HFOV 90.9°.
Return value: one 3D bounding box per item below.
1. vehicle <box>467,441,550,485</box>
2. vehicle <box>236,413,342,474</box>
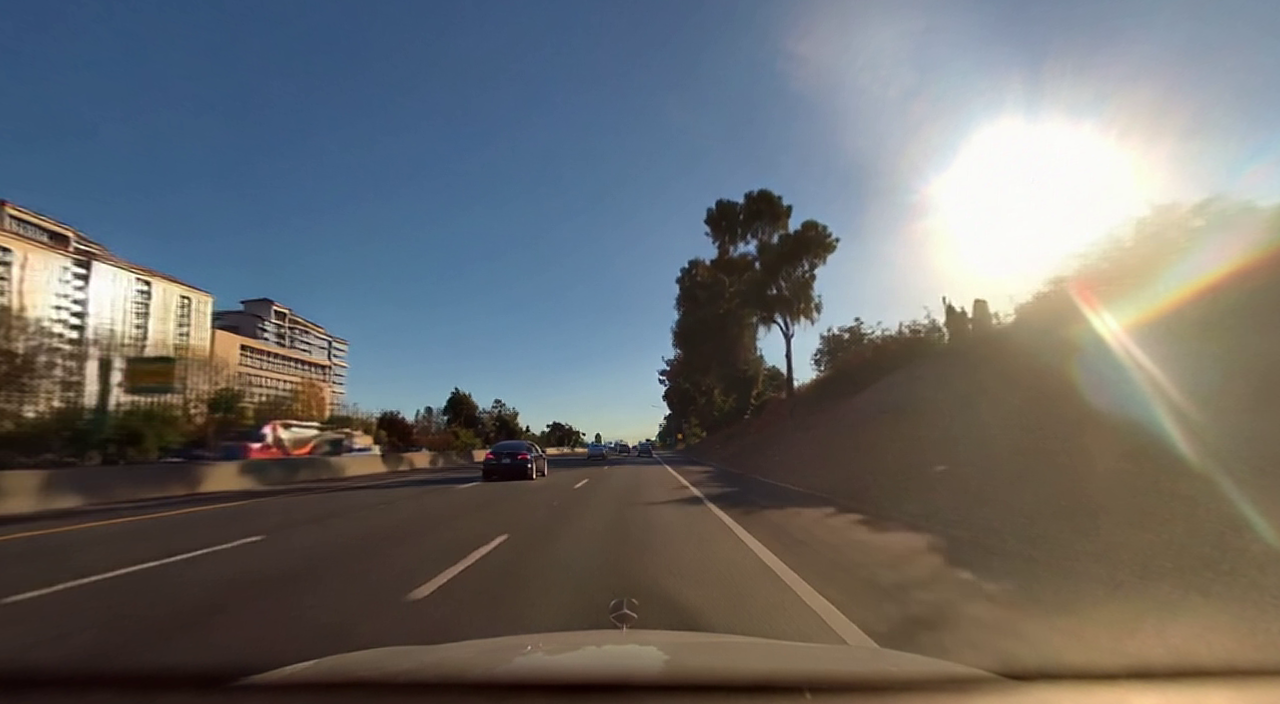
[{"bbox_3d":[-4.733,4.050,23.436,2.083,1.471,4.350,0,-8,1],"label":"vehicle"},{"bbox_3d":[-25.043,6.600,45.641,2.979,3.958,8.184,0,-8,-1],"label":"vehicle"}]
